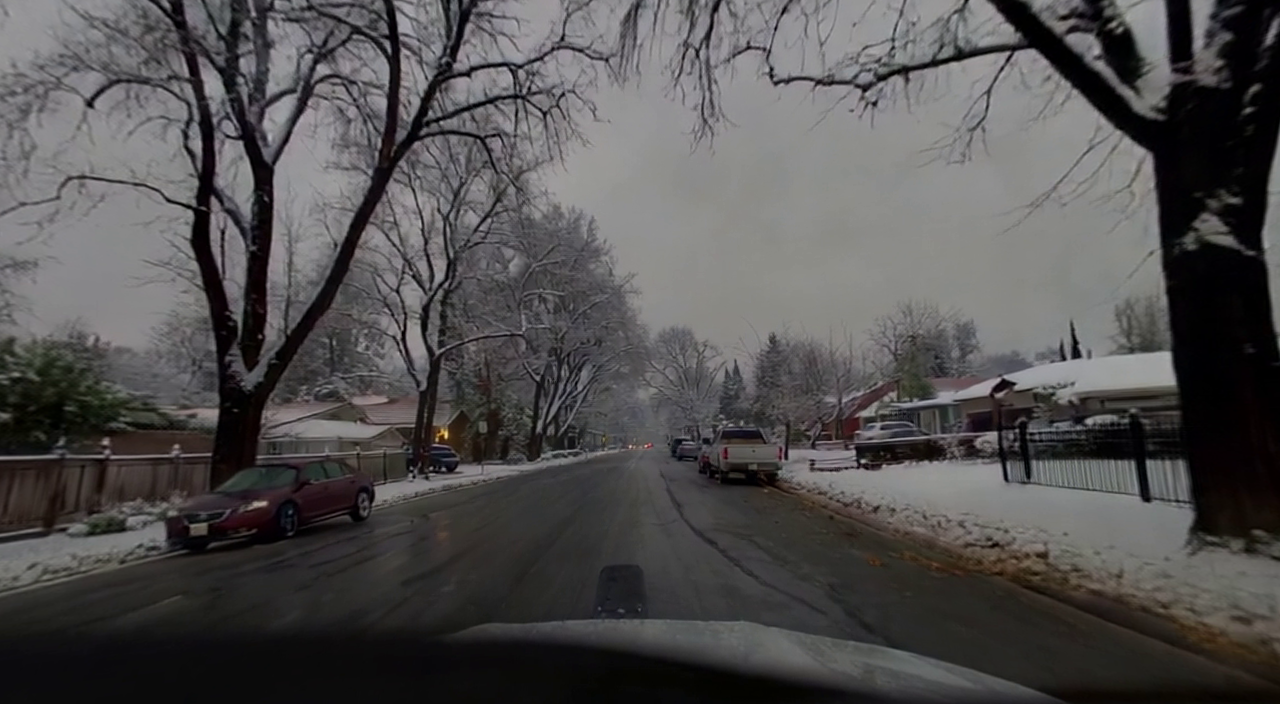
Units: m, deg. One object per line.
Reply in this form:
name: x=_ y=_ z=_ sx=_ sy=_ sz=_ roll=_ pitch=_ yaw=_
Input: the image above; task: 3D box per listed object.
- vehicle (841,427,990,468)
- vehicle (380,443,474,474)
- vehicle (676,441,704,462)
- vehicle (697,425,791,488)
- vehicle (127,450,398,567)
vehicle: x=10.644 y=3.759 z=24.871 sx=5.041 sy=1.486 sz=1.969 roll=-2 pitch=-9 yaw=14
vehicle: x=-12.794 y=6.416 z=38.136 sx=4.928 sy=1.797 sz=1.981 roll=-1 pitch=-8 yaw=2
vehicle: x=3.798 y=7.651 z=48.746 sx=2.016 sy=1.567 sz=4.228 roll=-1 pitch=-8 yaw=2
vehicle: x=3.337 y=3.485 z=21.380 sx=2.241 sy=1.875 sz=5.059 roll=0 pitch=-8 yaw=-1
vehicle: x=-6.249 y=2.571 z=11.225 sx=2.099 sy=1.399 sz=4.357 roll=-4 pitch=-8 yaw=1
